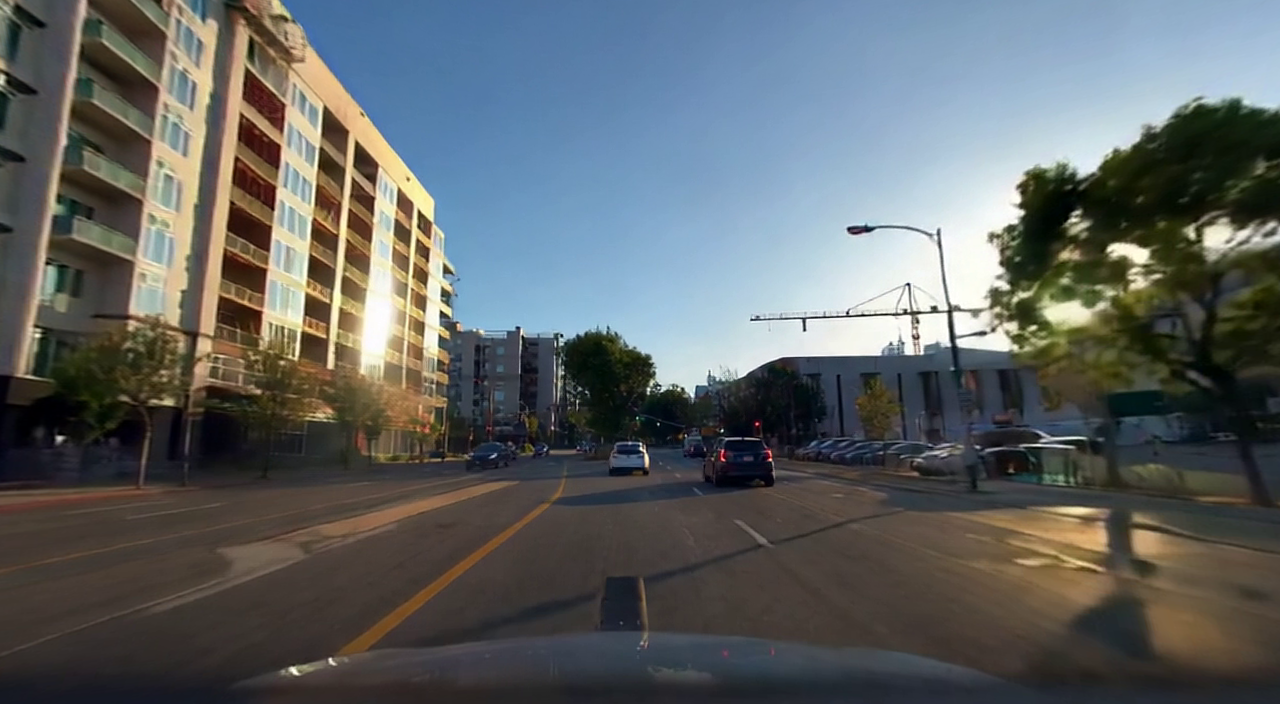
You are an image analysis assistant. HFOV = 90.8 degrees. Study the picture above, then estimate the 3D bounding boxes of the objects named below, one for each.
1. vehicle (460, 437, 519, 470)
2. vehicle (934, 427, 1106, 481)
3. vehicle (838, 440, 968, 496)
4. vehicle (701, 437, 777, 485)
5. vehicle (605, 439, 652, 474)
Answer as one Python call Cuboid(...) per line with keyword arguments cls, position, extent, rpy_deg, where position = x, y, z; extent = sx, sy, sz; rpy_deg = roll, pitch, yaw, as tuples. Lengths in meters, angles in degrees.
Cuboid(cls="vehicle", position=(-8.140, 5.533, 34.635), extent=(2.072, 1.623, 4.564), rpy_deg=(0, -8, 0))
Cuboid(cls="vehicle", position=(13.041, 3.528, 21.912), extent=(4.622, 1.761, 1.986), rpy_deg=(0, -9, 0))
Cuboid(cls="vehicle", position=(7.559, 3.362, 18.738), extent=(1.883, 1.452, 4.598), rpy_deg=(0, -9, 0))
Cuboid(cls="vehicle", position=(3.288, 3.719, 21.849), extent=(1.910, 1.474, 4.003), rpy_deg=(0, -9, -1))
Cuboid(cls="vehicle", position=(-0.490, 4.755, 28.873), extent=(2.006, 1.487, 3.535), rpy_deg=(0, -9, 0))
